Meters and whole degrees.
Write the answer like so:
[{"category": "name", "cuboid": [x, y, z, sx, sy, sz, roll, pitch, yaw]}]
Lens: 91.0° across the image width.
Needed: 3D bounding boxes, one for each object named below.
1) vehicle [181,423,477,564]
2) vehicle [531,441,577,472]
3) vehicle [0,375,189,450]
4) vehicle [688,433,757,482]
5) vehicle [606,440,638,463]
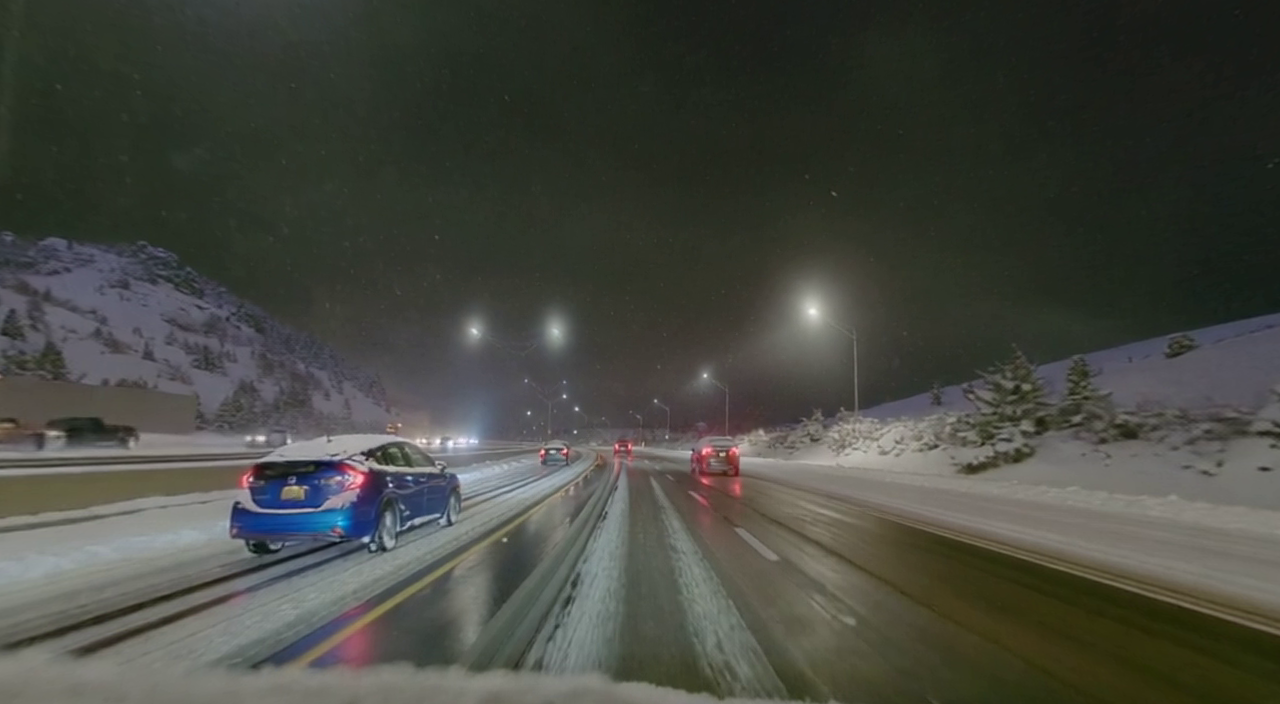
[{"category": "vehicle", "cuboid": [-3.963, 1.867, 9.056, 1.993, 1.500, 4.248, 0, -9, 1]}, {"category": "vehicle", "cuboid": [-4.345, 5.336, 32.322, 1.796, 1.464, 3.839, 0, -9, 0]}, {"category": "vehicle", "cuboid": [-36.202, 4.186, 40.180, 2.975, 3.991, 16.880, 1, -9, -2]}, {"category": "vehicle", "cuboid": [3.299, 4.351, 26.179, 2.222, 1.820, 4.733, 0, -9, 0]}, {"category": "vehicle", "cuboid": [-1.240, 7.141, 45.246, 2.147, 1.572, 4.094, 0, -9, 0]}]
